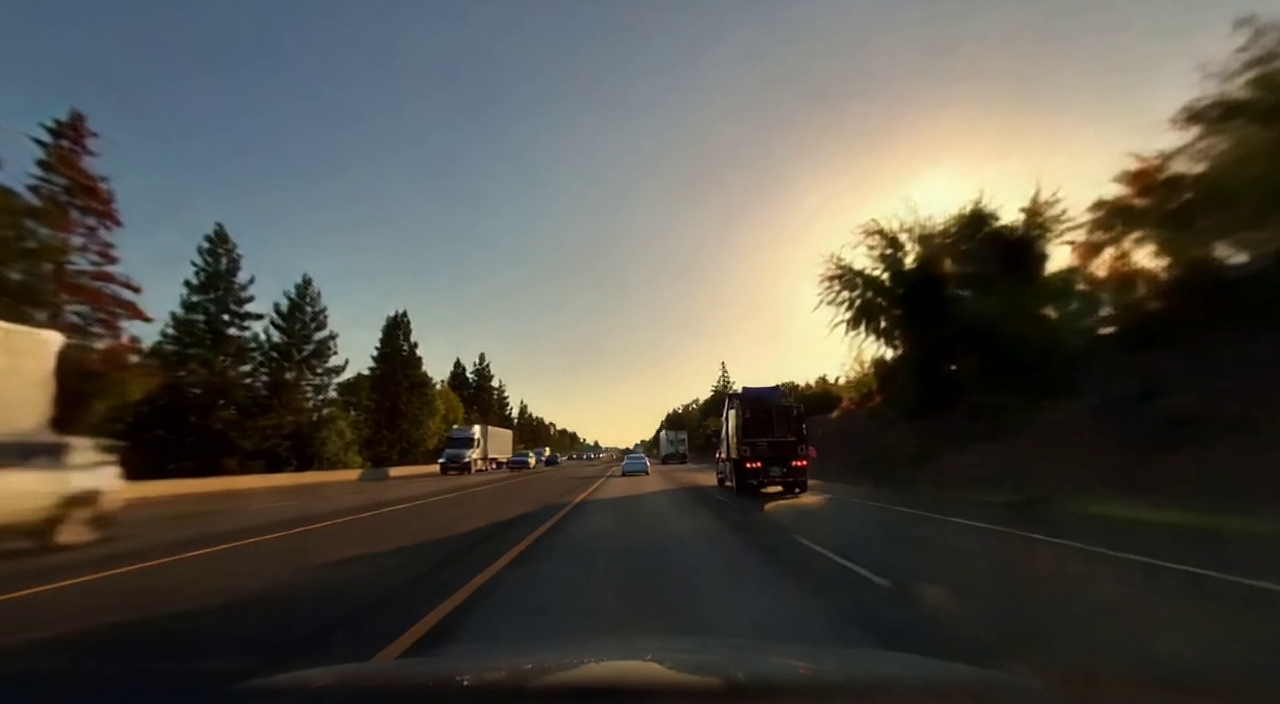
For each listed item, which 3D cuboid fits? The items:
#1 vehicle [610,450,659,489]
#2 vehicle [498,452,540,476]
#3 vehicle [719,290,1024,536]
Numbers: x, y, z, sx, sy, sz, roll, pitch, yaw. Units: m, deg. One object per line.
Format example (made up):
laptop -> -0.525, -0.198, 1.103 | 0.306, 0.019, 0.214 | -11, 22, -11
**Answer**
vehicle -> -0.226, 4.946, 26.812 | 1.939, 1.495, 3.612 | 0, -9, -1
vehicle -> -8.626, 8.005, 45.365 | 2.065, 1.558, 5.029 | 0, -9, 0
vehicle -> 4.625, 2.032, 17.340 | 2.842, 4.060, 13.939 | 0, -9, -1
